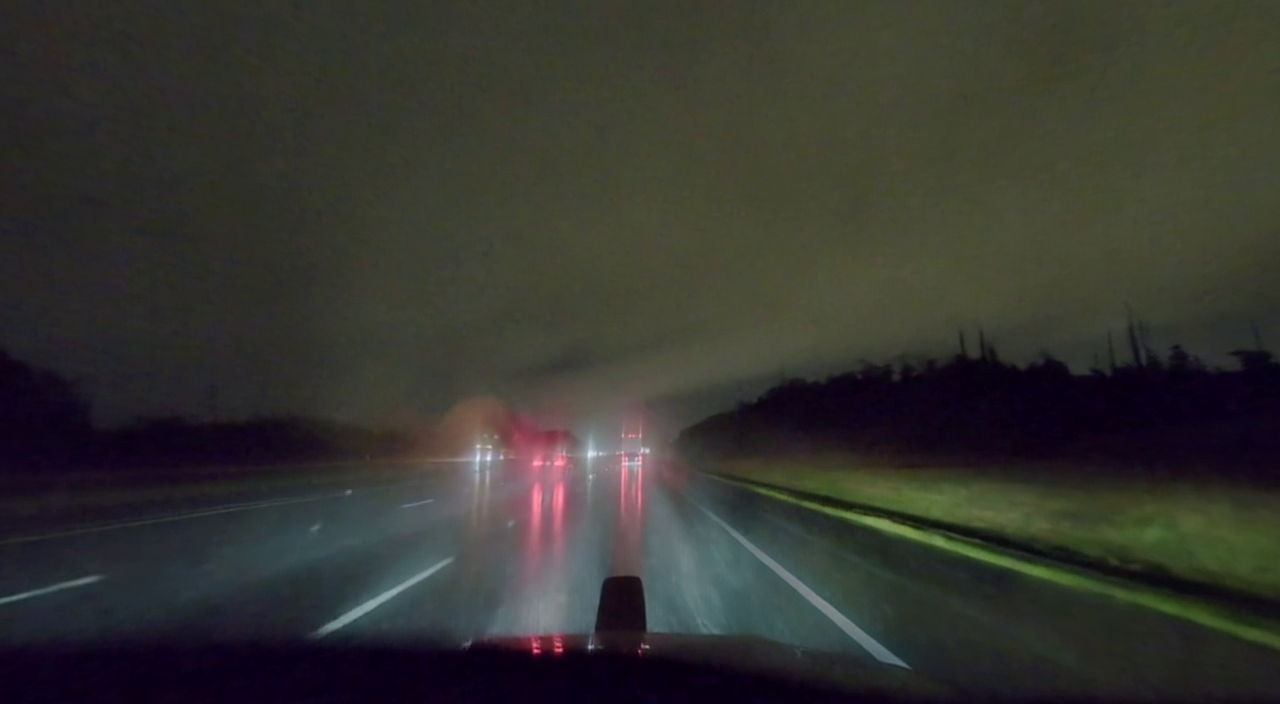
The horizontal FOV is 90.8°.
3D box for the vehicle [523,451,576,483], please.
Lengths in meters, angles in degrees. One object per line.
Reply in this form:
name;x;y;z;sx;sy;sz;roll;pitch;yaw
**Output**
vehicle;-4.679;6.031;33.446;2.108;1.573;5.000;0;-9;0
